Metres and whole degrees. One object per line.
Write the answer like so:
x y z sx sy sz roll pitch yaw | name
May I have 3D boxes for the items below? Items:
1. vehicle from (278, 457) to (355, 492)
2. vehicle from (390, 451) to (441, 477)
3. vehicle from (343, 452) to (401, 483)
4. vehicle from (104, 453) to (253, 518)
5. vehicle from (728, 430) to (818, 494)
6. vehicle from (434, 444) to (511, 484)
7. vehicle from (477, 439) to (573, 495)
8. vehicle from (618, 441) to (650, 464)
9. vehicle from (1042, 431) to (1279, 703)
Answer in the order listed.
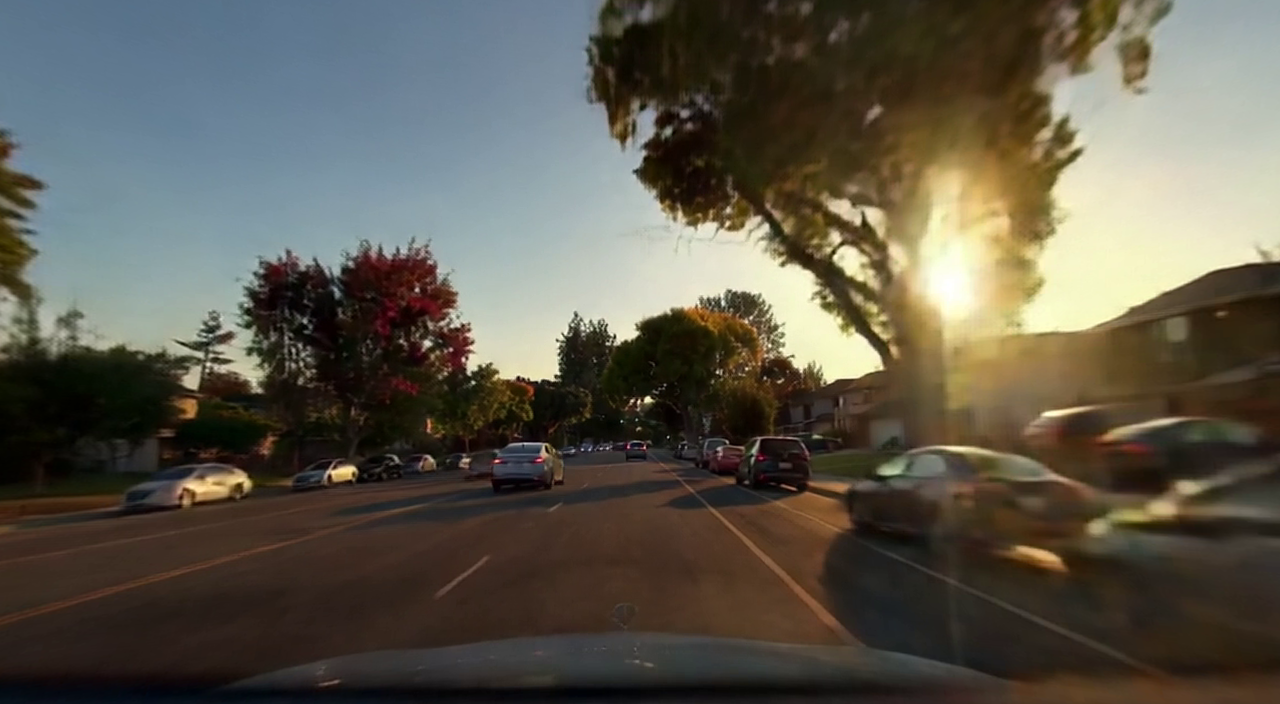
-14.849 5.617 29.217 1.626 1.439 3.682 0 -8 0 | vehicle
-14.669 7.359 41.519 1.811 1.433 4.564 -6 -9 -2 | vehicle
-14.547 6.307 34.454 1.681 1.419 3.859 -5 -10 -4 | vehicle
-14.730 4.223 20.500 1.945 1.613 3.983 -6 -8 -1 | vehicle
4.075 3.450 20.135 1.943 1.788 4.462 0 -8 1 | vehicle
-6.713 4.525 25.865 1.944 1.466 4.487 0 -8 0 | vehicle
-3.290 3.402 19.086 2.027 1.477 4.413 0 -8 1 | vehicle
-0.386 6.886 43.446 2.088 1.495 4.048 0 -8 0 | vehicle
4.316 1.097 2.905 1.944 1.470 4.530 0 -8 0 | vehicle
